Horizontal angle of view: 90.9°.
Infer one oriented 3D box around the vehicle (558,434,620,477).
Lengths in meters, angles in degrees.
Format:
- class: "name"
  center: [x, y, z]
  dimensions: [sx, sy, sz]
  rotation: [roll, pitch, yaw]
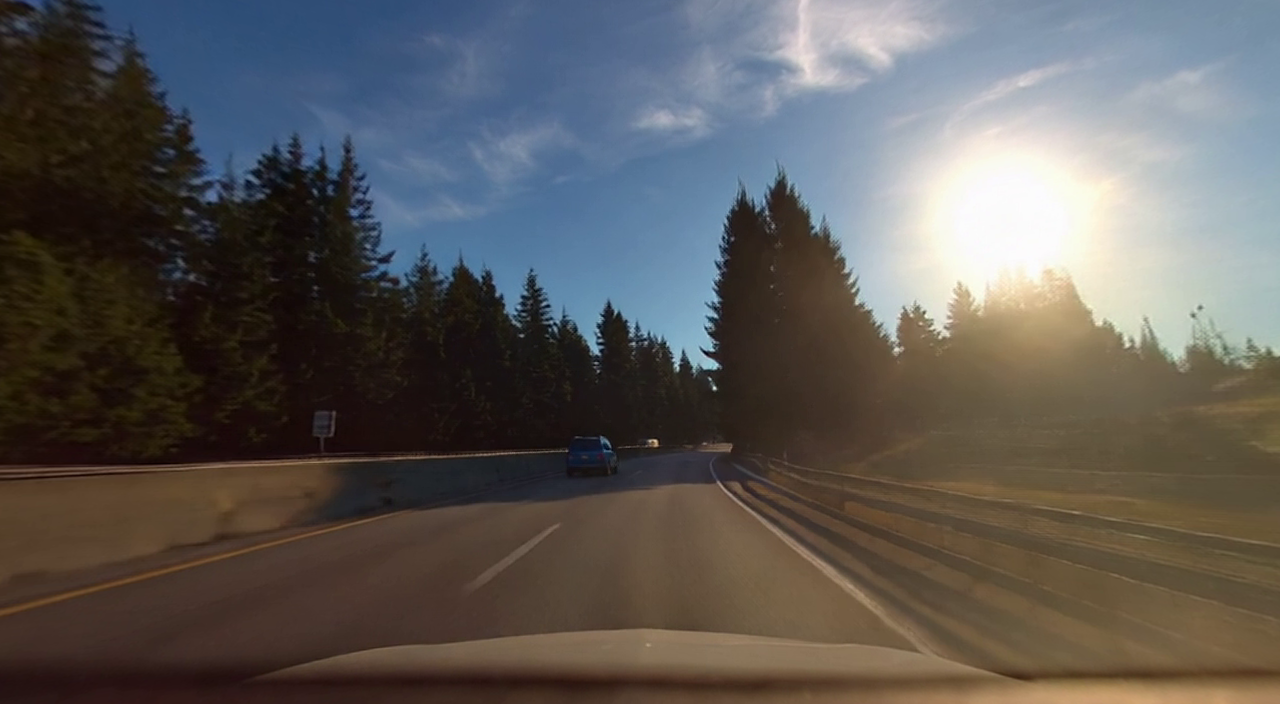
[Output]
- class: "vehicle"
  center: [-2.169, 4.604, 28.236]
  dimensions: [2.005, 1.752, 4.479]
  rotation: [-1, -8, 5]
